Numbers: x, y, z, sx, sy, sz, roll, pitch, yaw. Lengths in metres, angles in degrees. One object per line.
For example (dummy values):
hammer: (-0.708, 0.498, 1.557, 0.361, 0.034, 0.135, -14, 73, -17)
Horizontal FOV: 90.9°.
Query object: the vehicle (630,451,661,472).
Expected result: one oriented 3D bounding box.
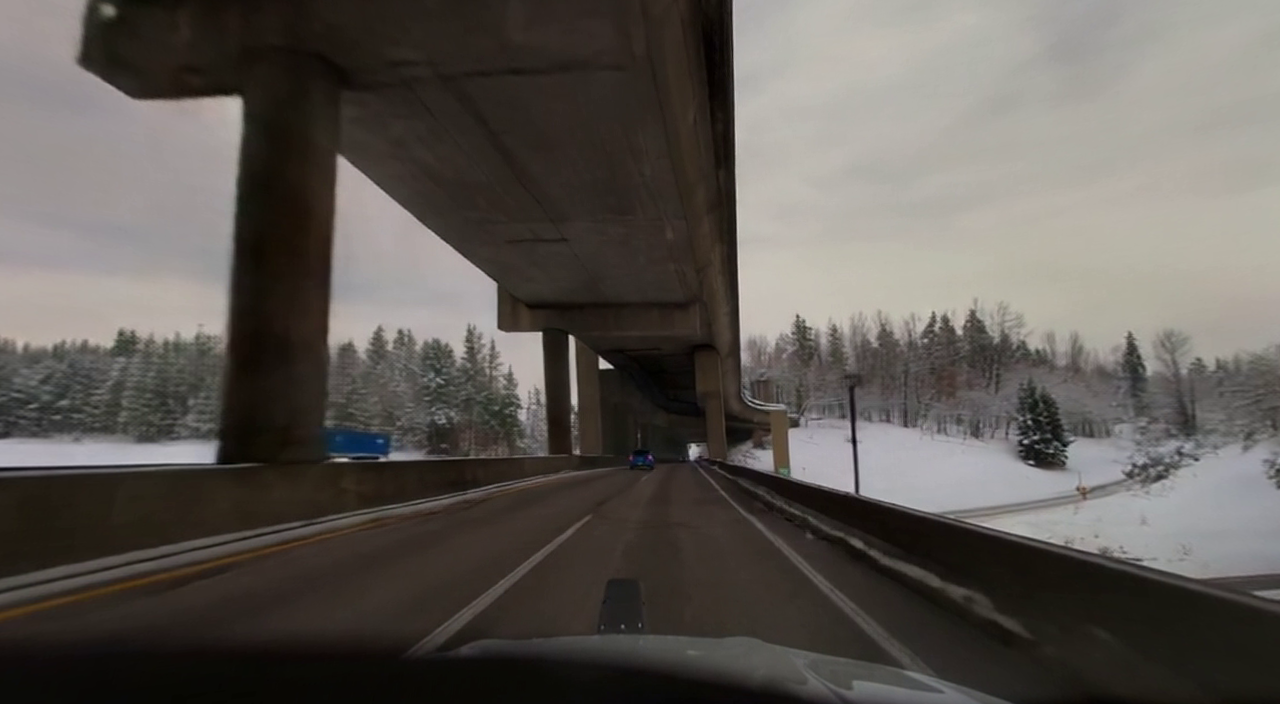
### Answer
vehicle: (0.451, 8.011, 46.251, 1.940, 1.444, 4.024, -1, -9, 5)
